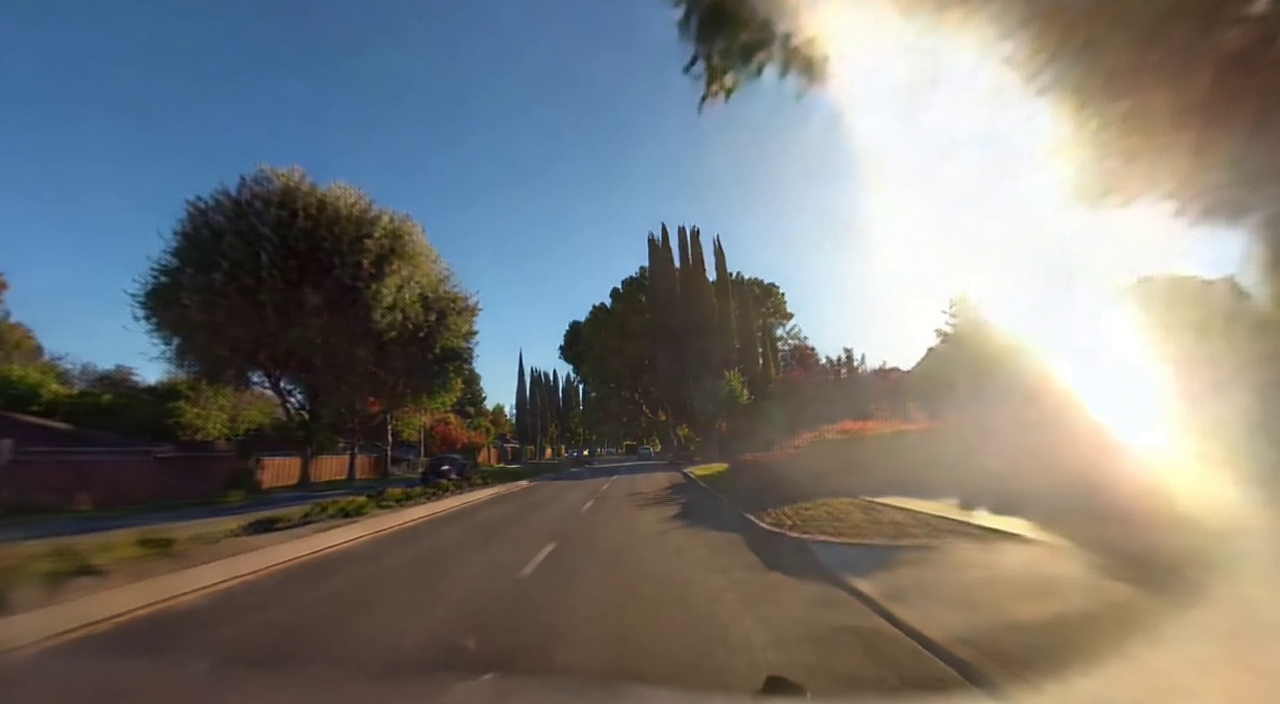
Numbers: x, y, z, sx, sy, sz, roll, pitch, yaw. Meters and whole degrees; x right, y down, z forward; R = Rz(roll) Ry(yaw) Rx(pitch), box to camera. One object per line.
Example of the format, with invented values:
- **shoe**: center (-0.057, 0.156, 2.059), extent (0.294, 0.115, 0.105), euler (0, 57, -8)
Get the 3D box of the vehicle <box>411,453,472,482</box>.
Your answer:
- **vehicle**: center (-11.532, 6.704, 36.895), extent (1.947, 1.513, 4.710), euler (0, -8, 1)
